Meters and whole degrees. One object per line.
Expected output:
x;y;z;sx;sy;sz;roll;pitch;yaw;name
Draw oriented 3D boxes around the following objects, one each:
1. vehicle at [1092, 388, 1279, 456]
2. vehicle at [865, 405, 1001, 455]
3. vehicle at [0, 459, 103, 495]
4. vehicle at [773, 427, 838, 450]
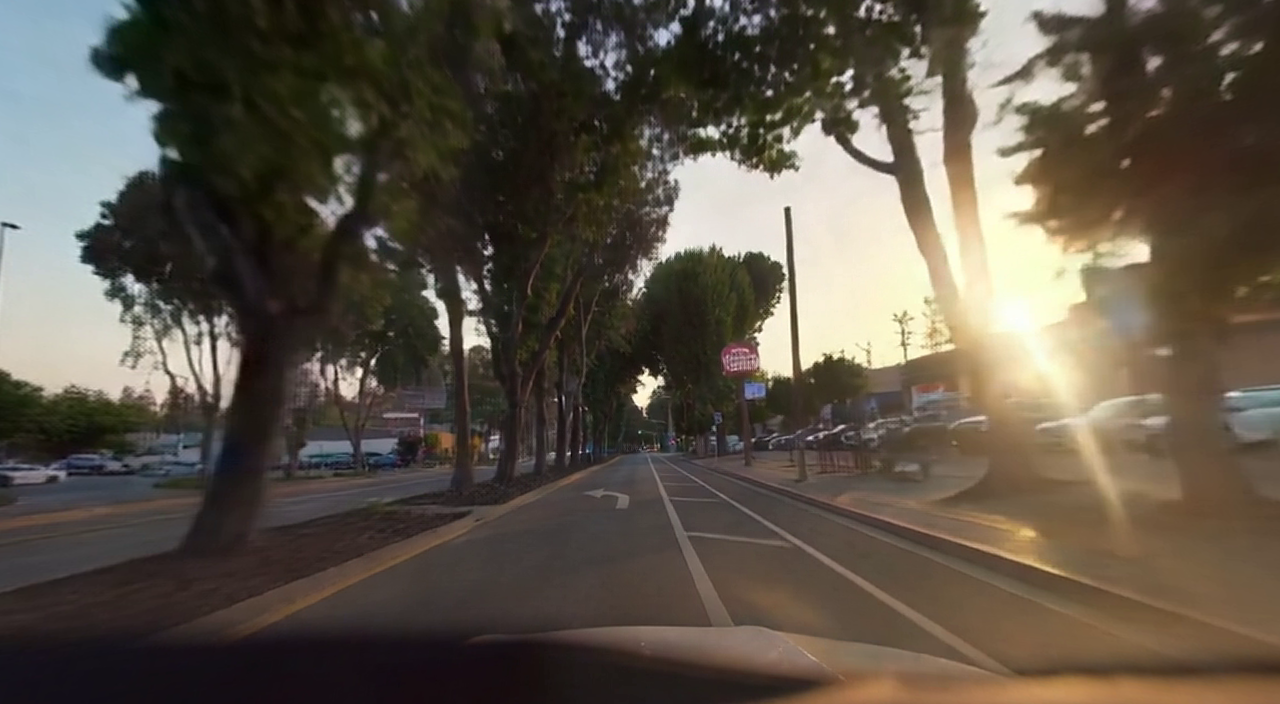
13.017;1.657;14.667;3.651;1.470;1.616;-1;-9;0;vehicle
12.696;3.395;27.570;4.713;1.767;2.268;-4;-7;1;vehicle
-32.365;6.707;33.865;5.102;1.762;2.006;0;-8;-1;vehicle
12.825;6.710;49.031;4.469;1.709;2.098;0;-9;-1;vehicle
